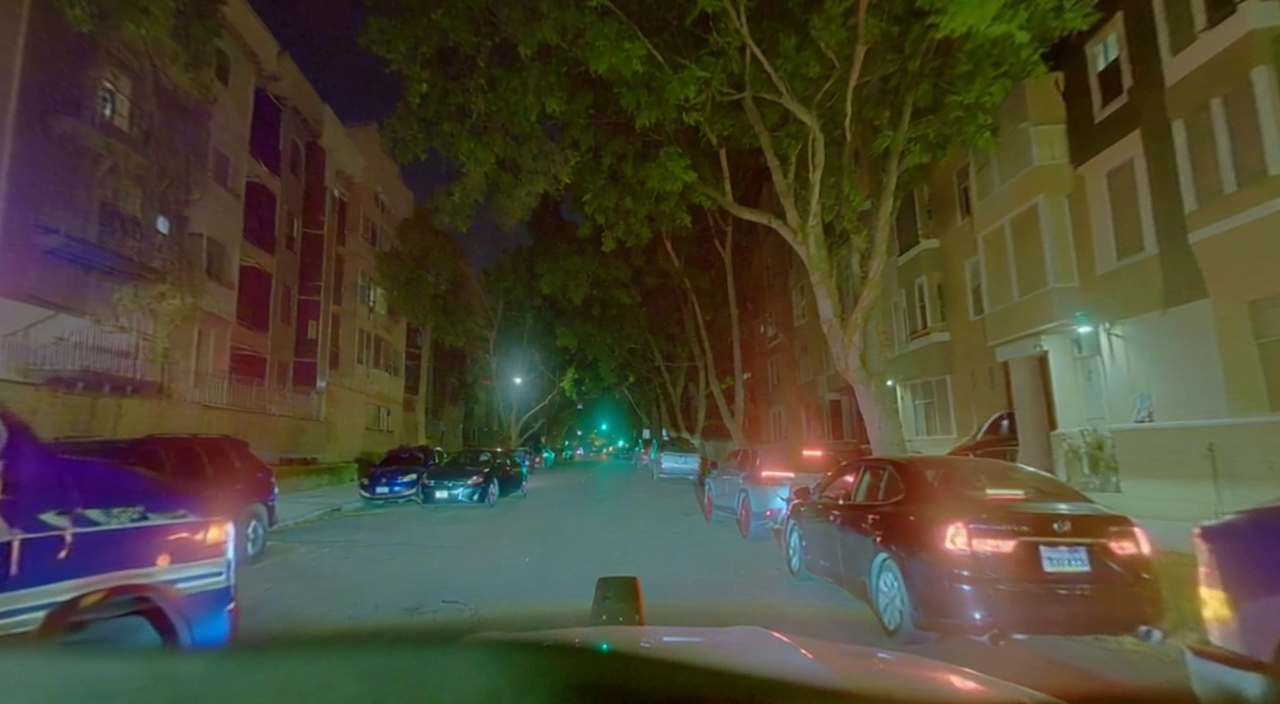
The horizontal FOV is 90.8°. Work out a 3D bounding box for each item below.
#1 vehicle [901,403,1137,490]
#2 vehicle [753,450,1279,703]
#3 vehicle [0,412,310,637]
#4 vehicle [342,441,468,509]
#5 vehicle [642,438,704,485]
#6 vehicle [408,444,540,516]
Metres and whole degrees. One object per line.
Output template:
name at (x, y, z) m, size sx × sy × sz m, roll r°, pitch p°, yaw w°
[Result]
vehicle at (9.124, 2.336, 15.517) m, size 4.416 × 1.784 × 1.929 m, roll -3°, pitch -10°, yaw -2°
vehicle at (2.306, 1.510, 5.244) m, size 1.720 × 1.333 × 4.233 m, roll 1°, pitch -8°, yaw -3°
vehicle at (-6.700, 1.889, 7.845) m, size 2.308 × 1.877 × 6.060 m, roll -4°, pitch -8°, yaw -3°
vehicle at (-7.245, 3.802, 20.172) m, size 2.215 × 1.841 × 5.172 m, roll 0°, pitch -8°, yaw -2°
vehicle at (1.201, 4.227, 24.721) m, size 1.878 × 1.664 × 4.033 m, roll 1°, pitch -8°, yaw -5°
vehicle at (-3.866, 3.037, 15.604) m, size 1.966 × 1.515 × 4.394 m, roll 0°, pitch -8°, yaw 2°
